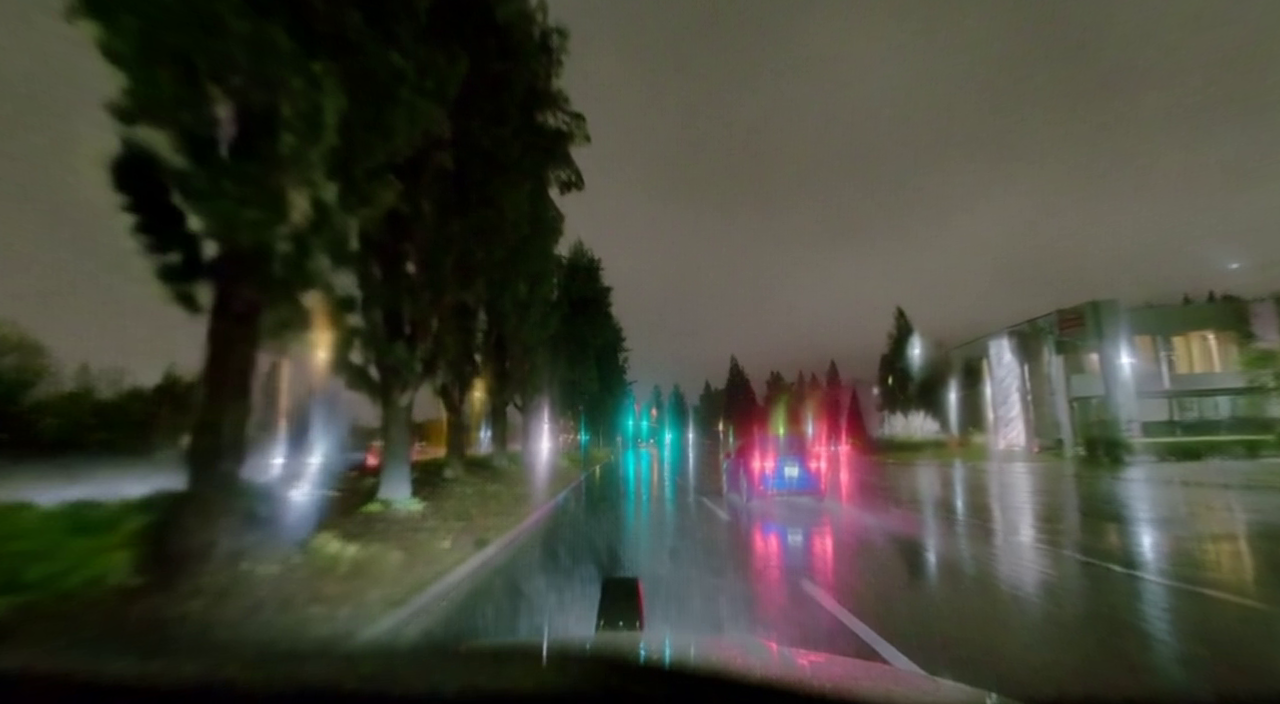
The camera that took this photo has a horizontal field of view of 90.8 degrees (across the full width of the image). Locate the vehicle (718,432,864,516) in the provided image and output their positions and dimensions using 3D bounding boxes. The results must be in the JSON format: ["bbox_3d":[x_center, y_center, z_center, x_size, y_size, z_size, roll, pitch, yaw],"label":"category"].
[{"bbox_3d":[2.961,2.489,13.464,1.950,1.473,4.259,0,-8,-2],"label":"vehicle"}]

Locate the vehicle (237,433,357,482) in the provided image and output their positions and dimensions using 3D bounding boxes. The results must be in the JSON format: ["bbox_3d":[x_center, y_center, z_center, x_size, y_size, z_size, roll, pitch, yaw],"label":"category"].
[{"bbox_3d":[-15.098,4.660,28.324,2.234,1.957,5.941,0,-8,-2],"label":"vehicle"}]
